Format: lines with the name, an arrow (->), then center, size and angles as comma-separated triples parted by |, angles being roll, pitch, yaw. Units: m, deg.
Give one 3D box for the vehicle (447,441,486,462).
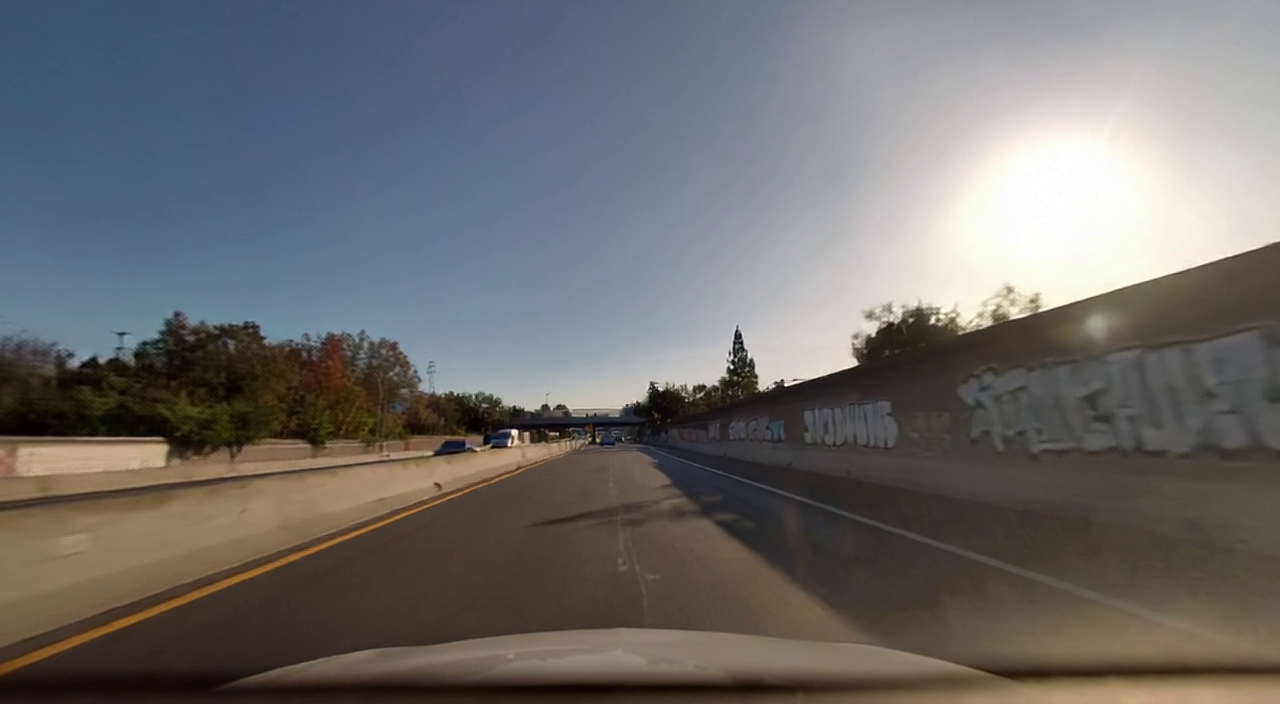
vehicle -> -12.837, 7.353, 46.811 | 1.843, 1.466, 4.582 | 0, -8, -3
